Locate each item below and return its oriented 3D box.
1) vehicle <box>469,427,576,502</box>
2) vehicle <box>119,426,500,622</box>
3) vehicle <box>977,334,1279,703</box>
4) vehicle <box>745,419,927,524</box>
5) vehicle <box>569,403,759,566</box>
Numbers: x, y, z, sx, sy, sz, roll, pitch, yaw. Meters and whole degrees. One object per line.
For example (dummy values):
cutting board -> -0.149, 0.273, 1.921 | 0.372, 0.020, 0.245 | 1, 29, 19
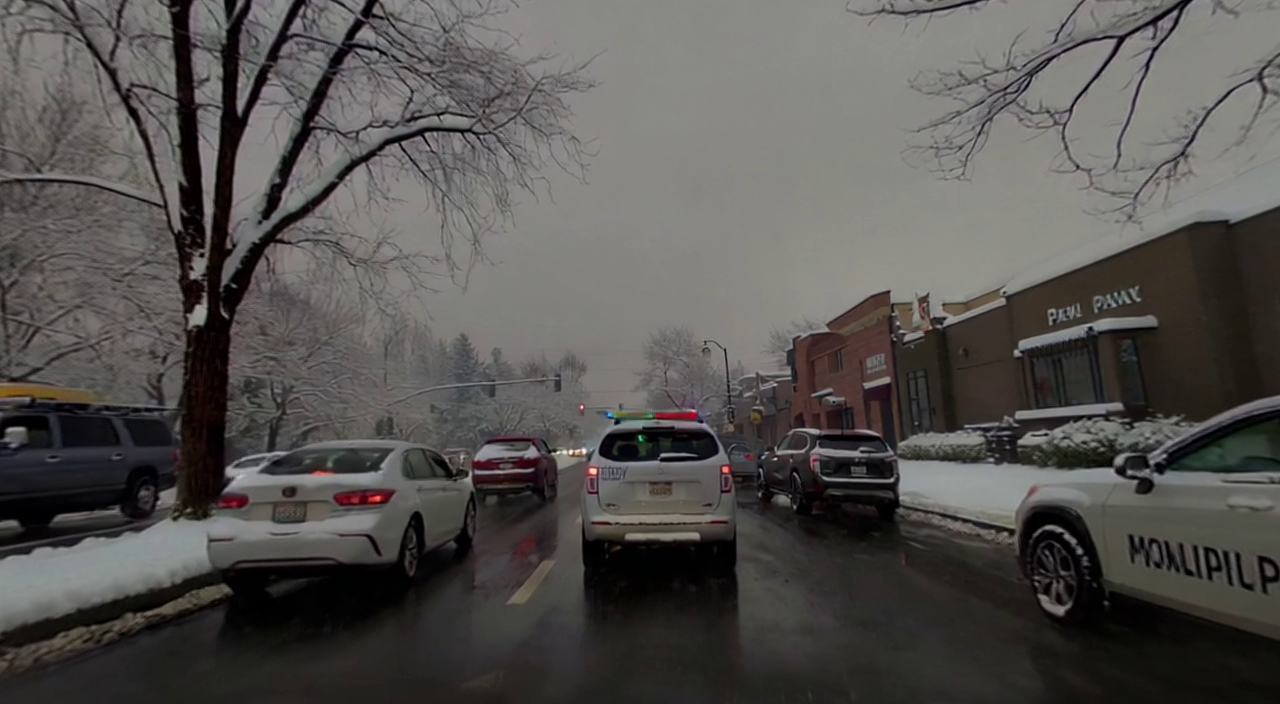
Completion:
vehicle -> -3.080, 3.069, 17.566 | 2.135, 1.806, 4.514 | 0, -8, 0
vehicle -> -2.992, 1.632, 6.987 | 1.908, 1.474, 4.257 | 0, -8, 0
vehicle -> 4.033, 0.890, 3.054 | 1.987, 1.877, 5.330 | 1, -8, 2
vehicle -> 4.030, 2.593, 14.331 | 2.038, 1.865, 5.786 | 1, -9, -3
vehicle -> 0.262, 1.754, 8.995 | 2.075, 1.770, 4.018 | 0, -8, 0
